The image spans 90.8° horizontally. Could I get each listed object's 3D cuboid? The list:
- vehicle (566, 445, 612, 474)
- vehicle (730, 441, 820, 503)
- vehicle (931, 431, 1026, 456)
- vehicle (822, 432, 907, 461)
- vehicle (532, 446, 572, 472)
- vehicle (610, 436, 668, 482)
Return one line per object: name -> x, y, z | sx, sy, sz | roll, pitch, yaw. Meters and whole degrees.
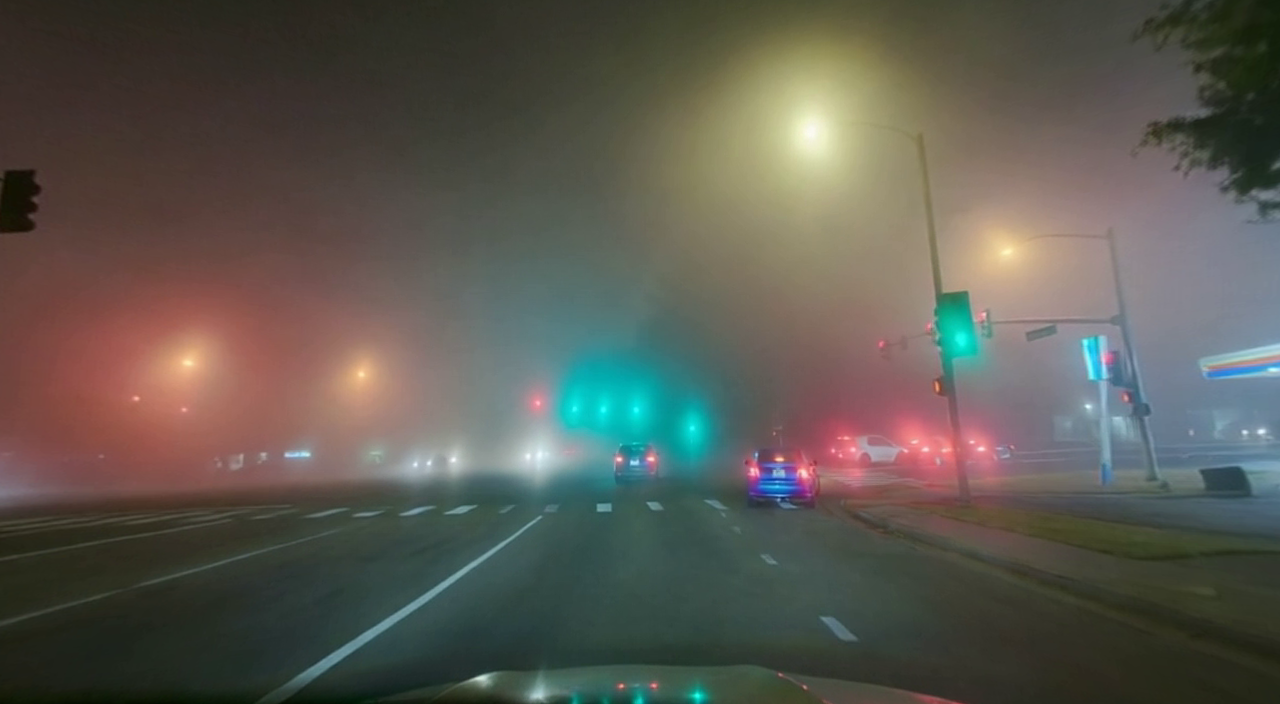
vehicle -> -2.751, 5.905, 34.868 | 2.003, 1.492, 4.291 | -1, -9, 3
vehicle -> 3.846, 3.229, 17.467 | 1.976, 1.462, 4.342 | -3, -9, 17
vehicle -> 20.625, 5.603, 38.630 | 4.700, 1.417, 1.789 | -1, -9, 2
vehicle -> 13.746, 5.807, 38.908 | 4.524, 1.681, 1.823 | 0, -9, -1
vehicle -> -6.042, 7.371, 43.917 | 2.018, 1.692, 4.226 | -1, -9, 2
vehicle -> 0.002, 4.439, 26.433 | 2.210, 1.722, 4.215 | 0, -9, 1
